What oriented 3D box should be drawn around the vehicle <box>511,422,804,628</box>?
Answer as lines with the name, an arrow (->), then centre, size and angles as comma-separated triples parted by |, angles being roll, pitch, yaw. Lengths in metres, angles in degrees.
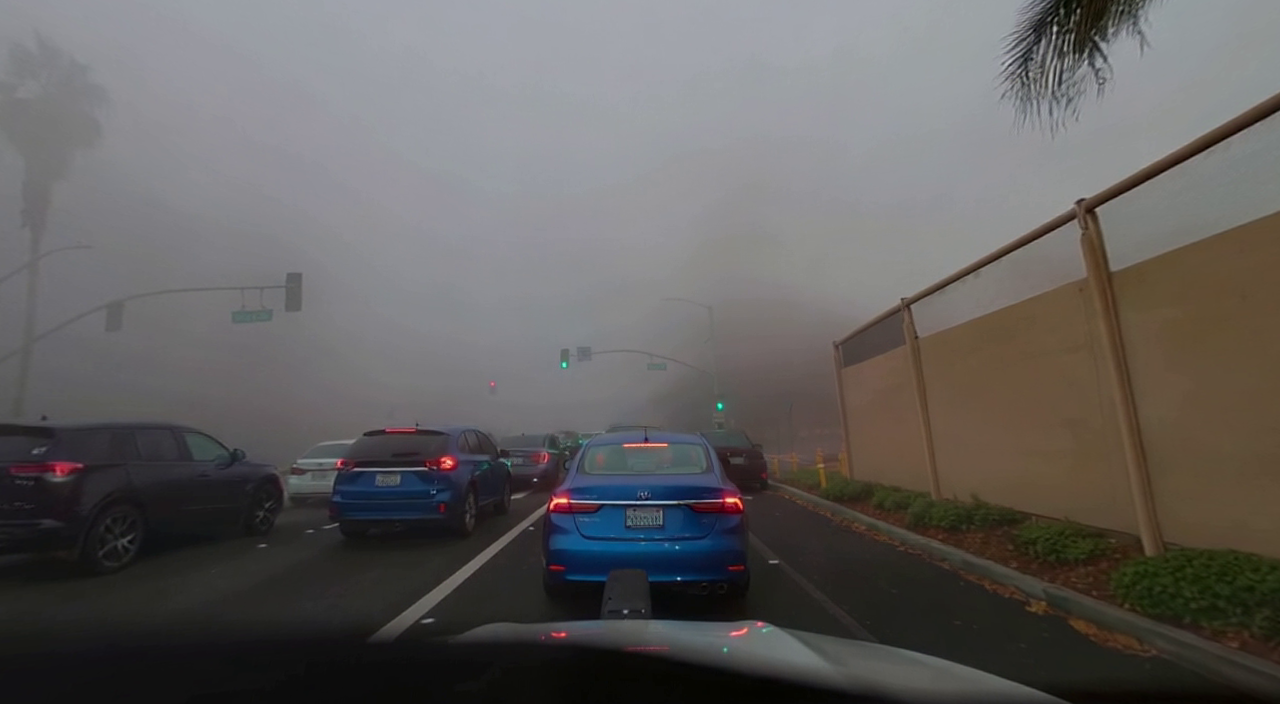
vehicle -> 0.064, 1.576, 6.795 | 2.128, 1.473, 4.272 | 0, -8, -2

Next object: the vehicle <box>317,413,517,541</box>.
vehicle -> -3.485, 2.028, 10.838 | 2.007, 1.746, 4.136 | 0, -8, -2

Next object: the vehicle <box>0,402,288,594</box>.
vehicle -> -6.680, 1.650, 7.981 | 1.963, 1.721, 4.467 | 0, -8, -2
